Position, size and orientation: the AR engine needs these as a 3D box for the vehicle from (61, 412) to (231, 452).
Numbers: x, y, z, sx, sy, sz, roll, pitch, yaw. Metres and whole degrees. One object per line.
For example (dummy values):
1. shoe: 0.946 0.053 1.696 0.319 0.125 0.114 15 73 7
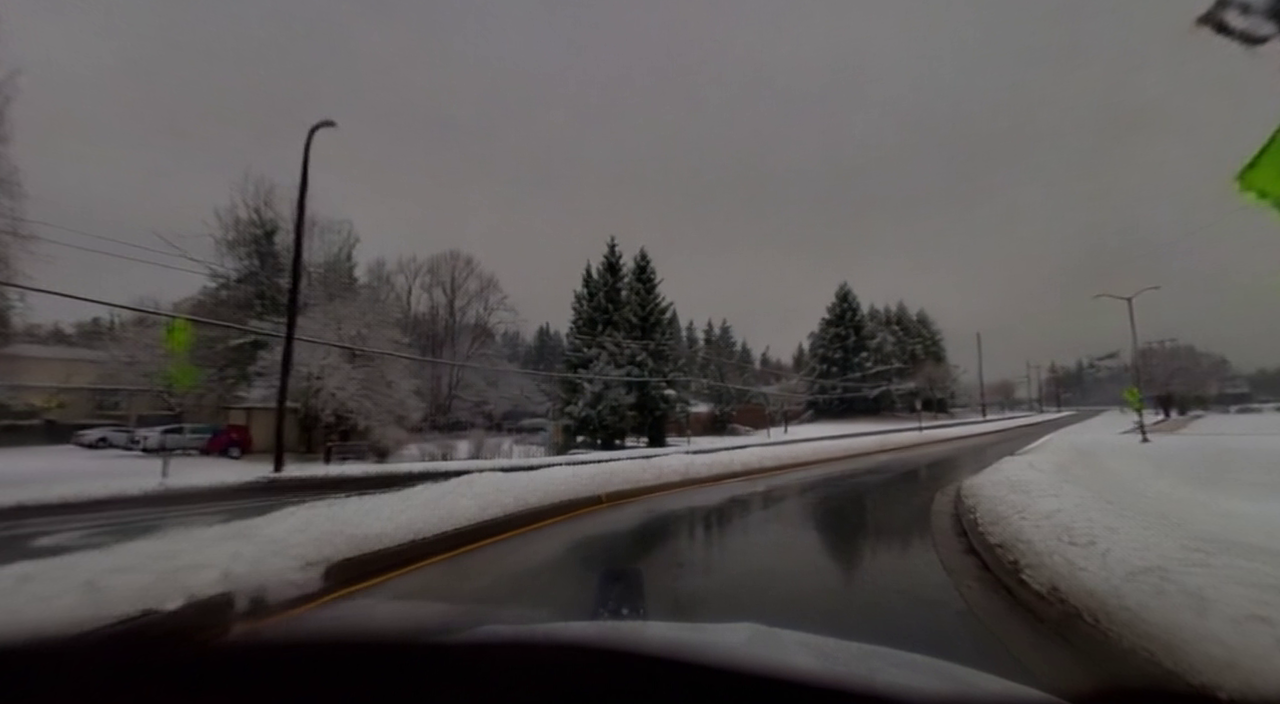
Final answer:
1. vehicle: -38.546 6.287 49.567 3.331 2.799 9.802 -3 -7 29

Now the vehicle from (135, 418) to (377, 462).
1. vehicle: -23.477 5.595 39.815 2.837 2.354 12.960 -6 -10 35
